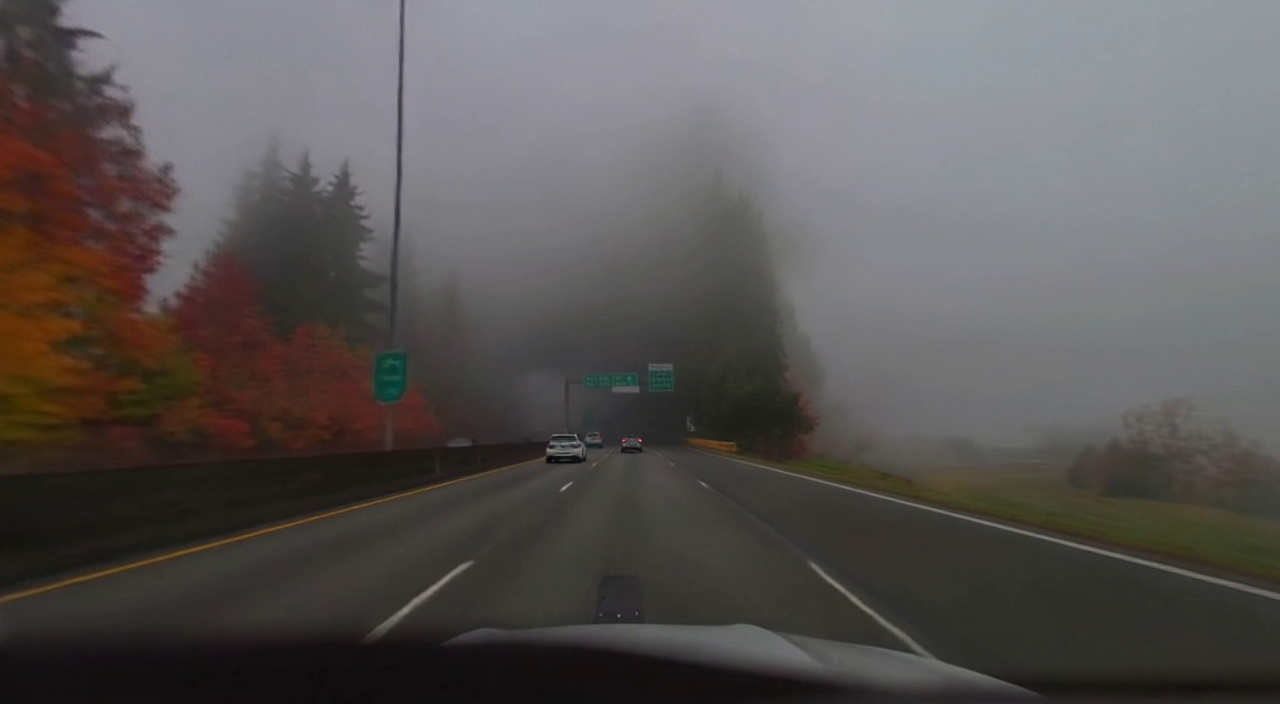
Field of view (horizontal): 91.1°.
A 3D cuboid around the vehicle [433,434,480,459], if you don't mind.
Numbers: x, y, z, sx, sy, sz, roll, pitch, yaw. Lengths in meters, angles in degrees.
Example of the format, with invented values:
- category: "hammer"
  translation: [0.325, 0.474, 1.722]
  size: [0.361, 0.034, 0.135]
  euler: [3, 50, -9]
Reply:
- category: "vehicle"
  translation: [-12.153, 6.277, 41.995]
  size: [1.872, 1.550, 4.089]
  euler: [0, -8, 0]

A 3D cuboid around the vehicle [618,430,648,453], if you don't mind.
- category: "vehicle"
  translation: [-0.523, 6.378, 44.900]
  size: [2.054, 1.609, 3.859]
  euler: [0, -8, -1]

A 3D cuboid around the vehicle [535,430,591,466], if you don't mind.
- category: "vehicle"
  translation: [-3.383, 4.301, 28.495]
  size: [1.989, 1.497, 4.645]
  euler: [0, -8, 0]
